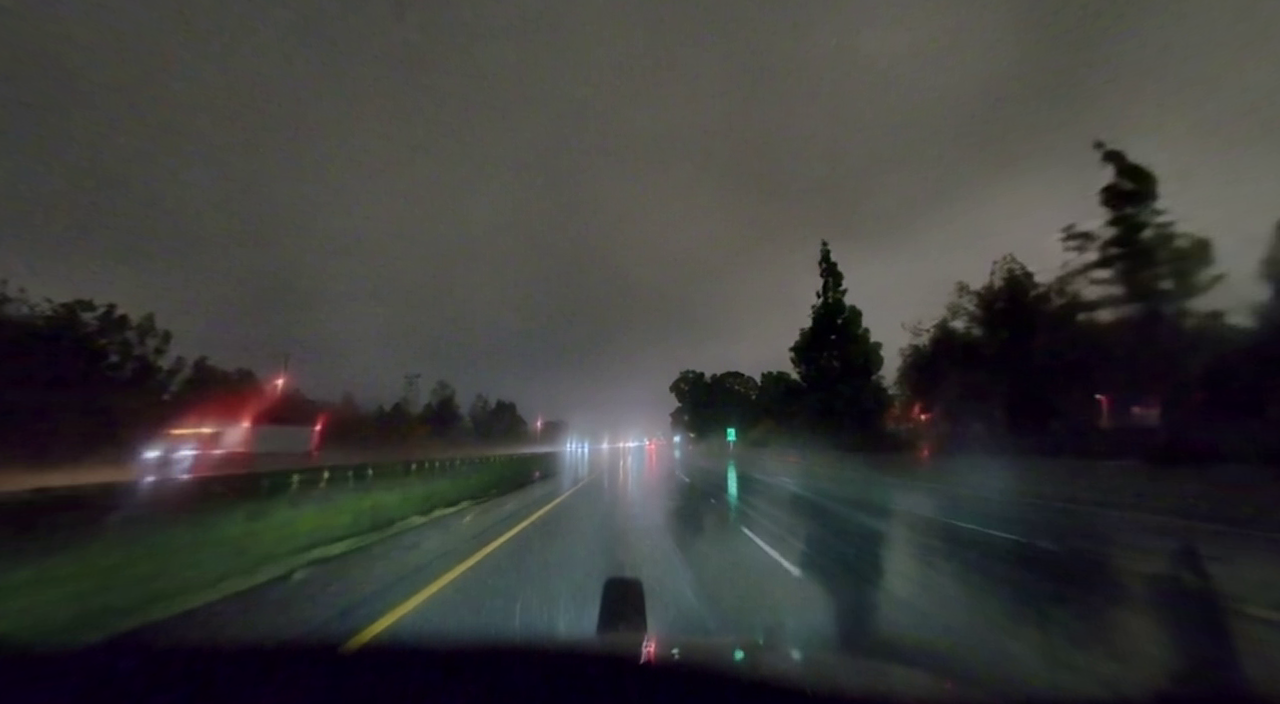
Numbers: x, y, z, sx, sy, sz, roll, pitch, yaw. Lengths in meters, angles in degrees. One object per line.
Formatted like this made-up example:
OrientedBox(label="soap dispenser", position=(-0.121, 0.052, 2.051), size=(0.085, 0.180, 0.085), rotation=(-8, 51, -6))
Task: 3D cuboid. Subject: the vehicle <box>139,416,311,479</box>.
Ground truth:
OrientedBox(label="vehicle", position=(-28.237, 6.684, 44.349), size=(3.003, 3.702, 13.656), rotation=(0, -8, 0))
